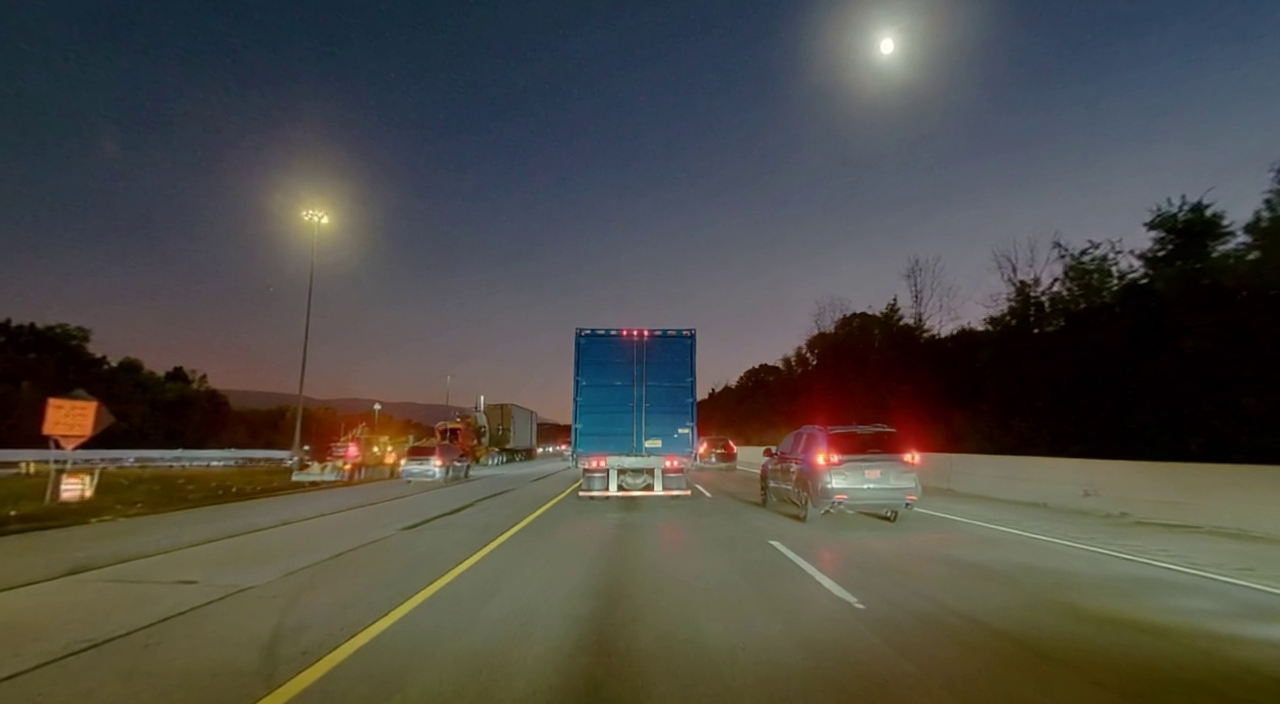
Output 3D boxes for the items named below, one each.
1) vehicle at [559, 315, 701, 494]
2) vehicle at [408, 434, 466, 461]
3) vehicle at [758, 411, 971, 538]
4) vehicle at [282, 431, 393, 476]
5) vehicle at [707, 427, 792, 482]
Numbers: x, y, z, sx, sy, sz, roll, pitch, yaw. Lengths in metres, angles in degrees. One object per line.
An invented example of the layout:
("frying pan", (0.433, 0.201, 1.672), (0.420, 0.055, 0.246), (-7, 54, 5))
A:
("vehicle", (-0.175, 1.878, 18.935), (3.067, 3.940, 10.154), (0, -9, 0))
("vehicle", (-12.371, 5.855, 38.663), (1.887, 1.511, 4.152), (-1, -9, 5))
("vehicle", (3.486, 2.000, 10.807), (2.103, 1.713, 4.173), (0, -9, 0))
("vehicle", (-12.850, 4.367, 27.169), (2.054, 1.708, 4.663), (1, -9, 6))
("vehicle", (3.673, 3.546, 21.906), (1.998, 1.713, 4.149), (1, -9, -3))
